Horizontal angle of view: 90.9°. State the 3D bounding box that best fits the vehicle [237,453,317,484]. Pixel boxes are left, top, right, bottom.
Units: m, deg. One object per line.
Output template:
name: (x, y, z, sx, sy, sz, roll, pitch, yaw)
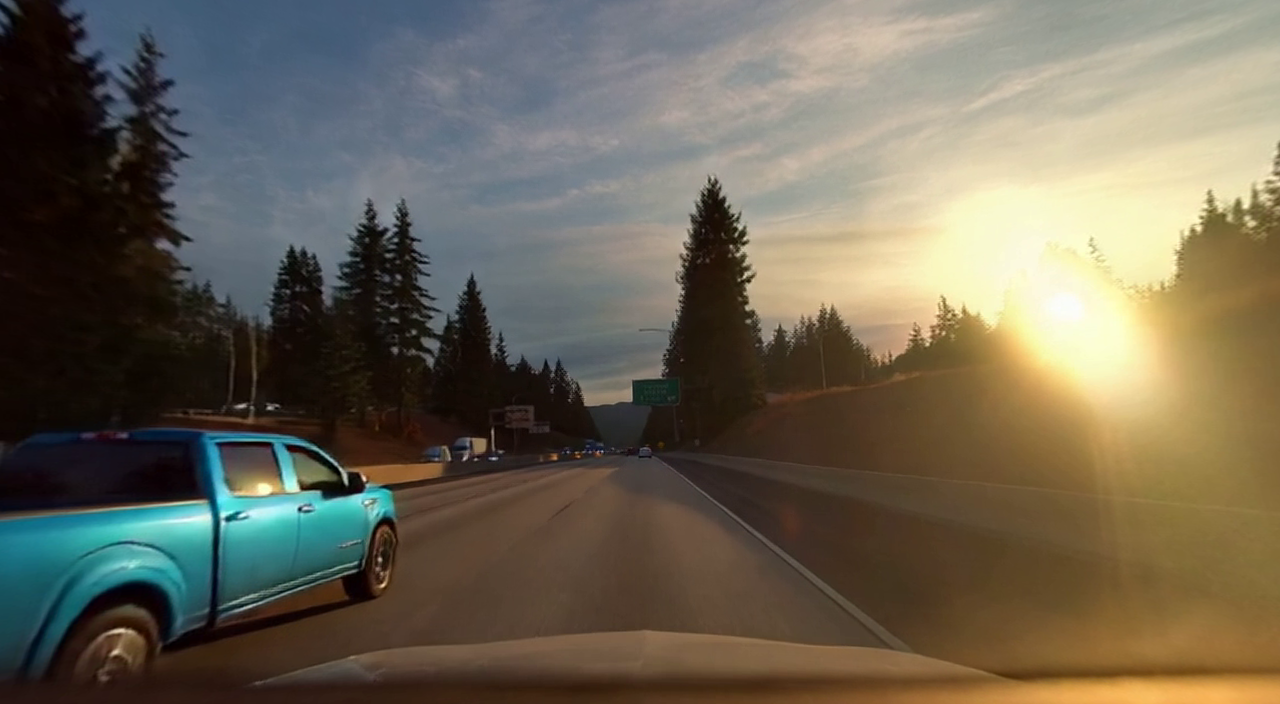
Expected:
vehicle: (-23.171, 7.399, 40.525, 2.056, 1.728, 5.167, -3, -9, 0)
